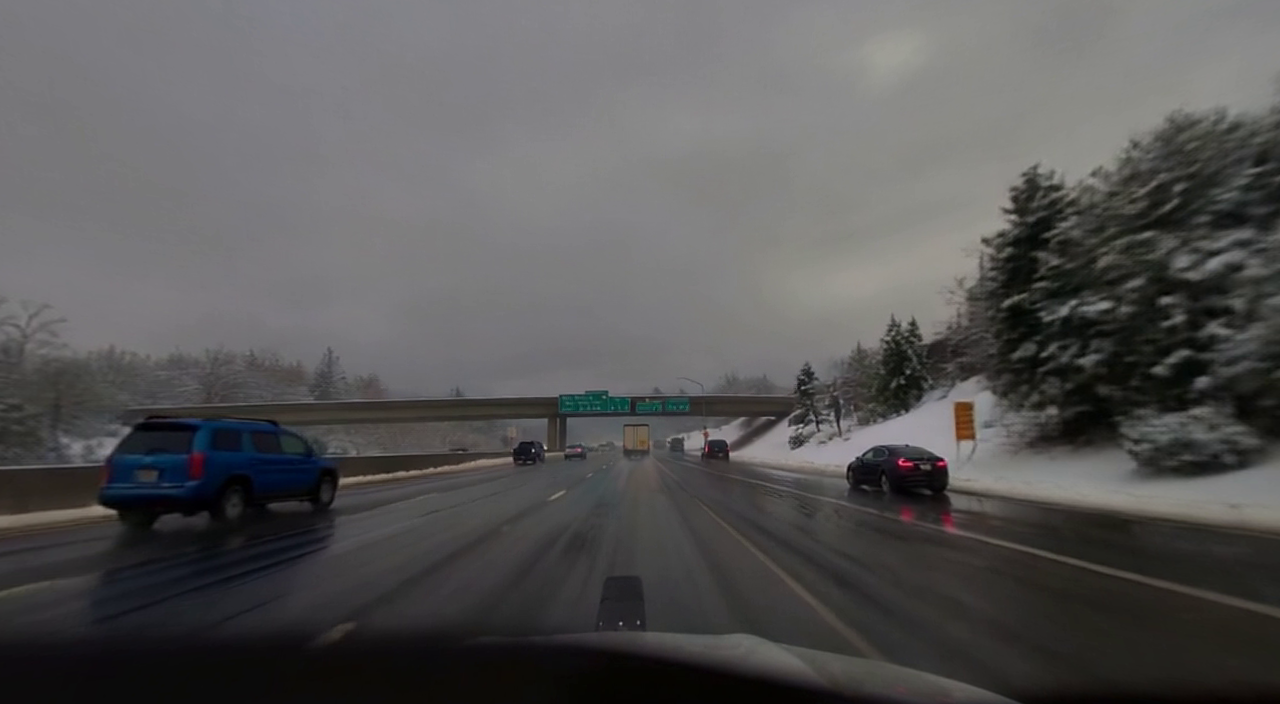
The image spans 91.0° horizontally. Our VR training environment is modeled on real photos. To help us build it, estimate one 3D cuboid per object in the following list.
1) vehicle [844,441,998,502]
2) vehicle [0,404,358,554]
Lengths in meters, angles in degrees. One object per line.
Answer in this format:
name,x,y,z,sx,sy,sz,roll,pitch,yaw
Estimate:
vehicle,7.829,3.348,18.154,2.075,1.510,4.569,1,-9,-4
vehicle,-6.710,1.875,9.960,2.179,1.753,4.999,0,-9,0
